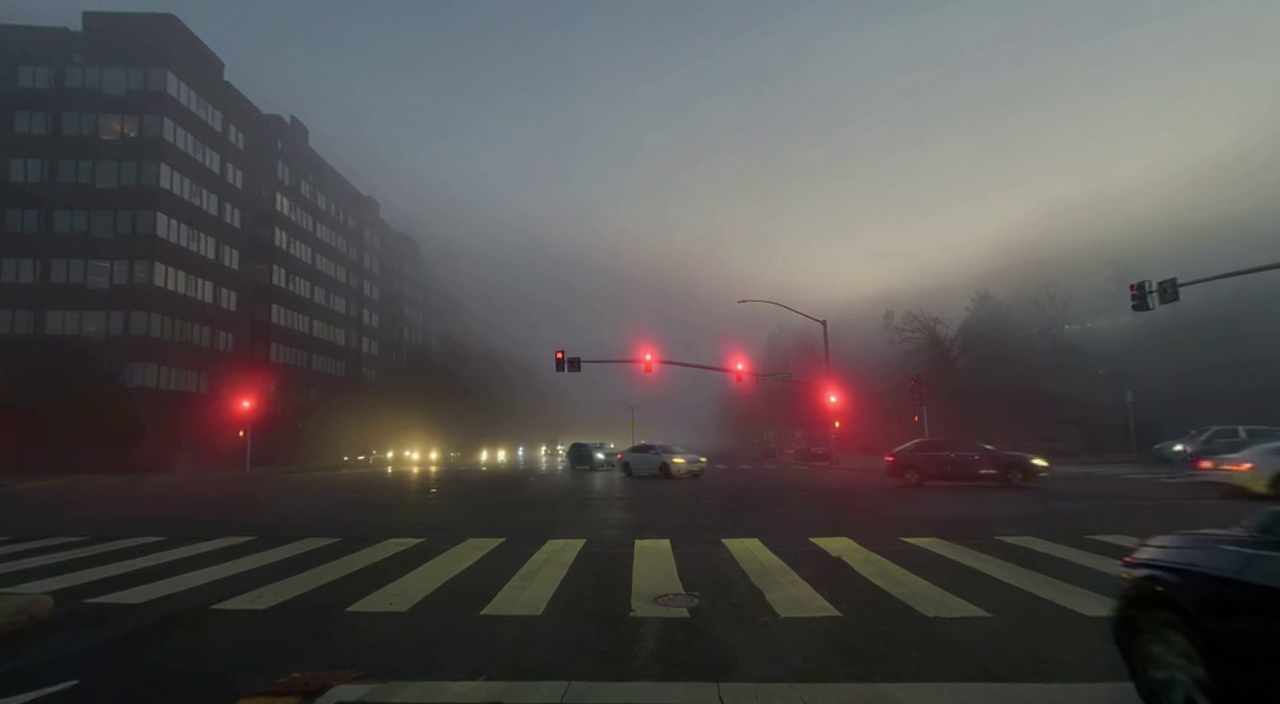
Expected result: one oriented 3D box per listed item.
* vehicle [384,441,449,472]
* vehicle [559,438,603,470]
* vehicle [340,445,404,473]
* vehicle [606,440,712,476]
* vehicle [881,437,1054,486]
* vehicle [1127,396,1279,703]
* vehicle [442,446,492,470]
[{"bbox_3d":[-15.130,7.107,43.136,2.340,1.946,5.450,-1,-9,1],"label":"vehicle"},{"bbox_3d":[-3.361,5.685,35.335,1.950,1.629,4.385,2,-9,-12],"label":"vehicle"},{"bbox_3d":[-18.543,7.403,44.027,2.237,1.842,5.116,0,-9,0],"label":"vehicle"},{"bbox_3d":[0.706,4.615,27.744,2.115,1.445,4.864,6,-11,-36],"label":"vehicle"},{"bbox_3d":[10.431,3.538,20.580,4.637,1.461,2.109,-3,-9,18],"label":"vehicle"},{"bbox_3d":[3.254,0.604,0.260,2.106,1.472,4.900,0,-9,-2],"label":"vehicle"},{"bbox_3d":[-11.636,7.143,42.791,2.003,1.476,4.297,-1,-9,2],"label":"vehicle"}]
